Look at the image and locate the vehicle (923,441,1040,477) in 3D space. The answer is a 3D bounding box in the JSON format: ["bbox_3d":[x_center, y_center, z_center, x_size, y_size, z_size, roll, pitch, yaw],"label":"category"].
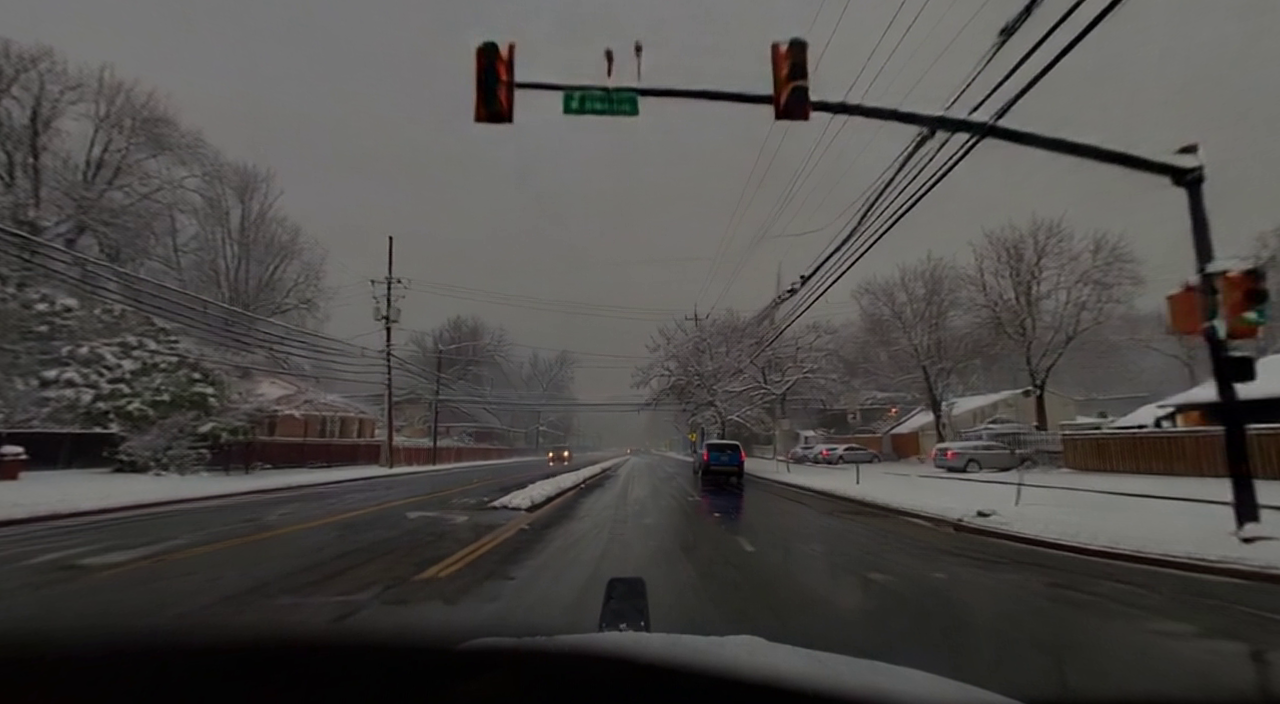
[{"bbox_3d":[15.411,4.826,28.616,4.135,1.558,1.929,0,-8,2],"label":"vehicle"}]

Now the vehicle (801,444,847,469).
[{"bbox_3d":[12.469,7.106,43.024,1.970,1.561,4.725,-1,-9,3],"label":"vehicle"}]

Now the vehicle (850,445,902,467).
[{"bbox_3d":[16.185,7.146,43.532,1.747,1.405,4.372,0,-9,-2],"label":"vehicle"}]

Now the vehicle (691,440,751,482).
[{"bbox_3d":[3.762,5.174,30.186,2.144,1.843,4.827,0,-9,-1],"label":"vehicle"}]
